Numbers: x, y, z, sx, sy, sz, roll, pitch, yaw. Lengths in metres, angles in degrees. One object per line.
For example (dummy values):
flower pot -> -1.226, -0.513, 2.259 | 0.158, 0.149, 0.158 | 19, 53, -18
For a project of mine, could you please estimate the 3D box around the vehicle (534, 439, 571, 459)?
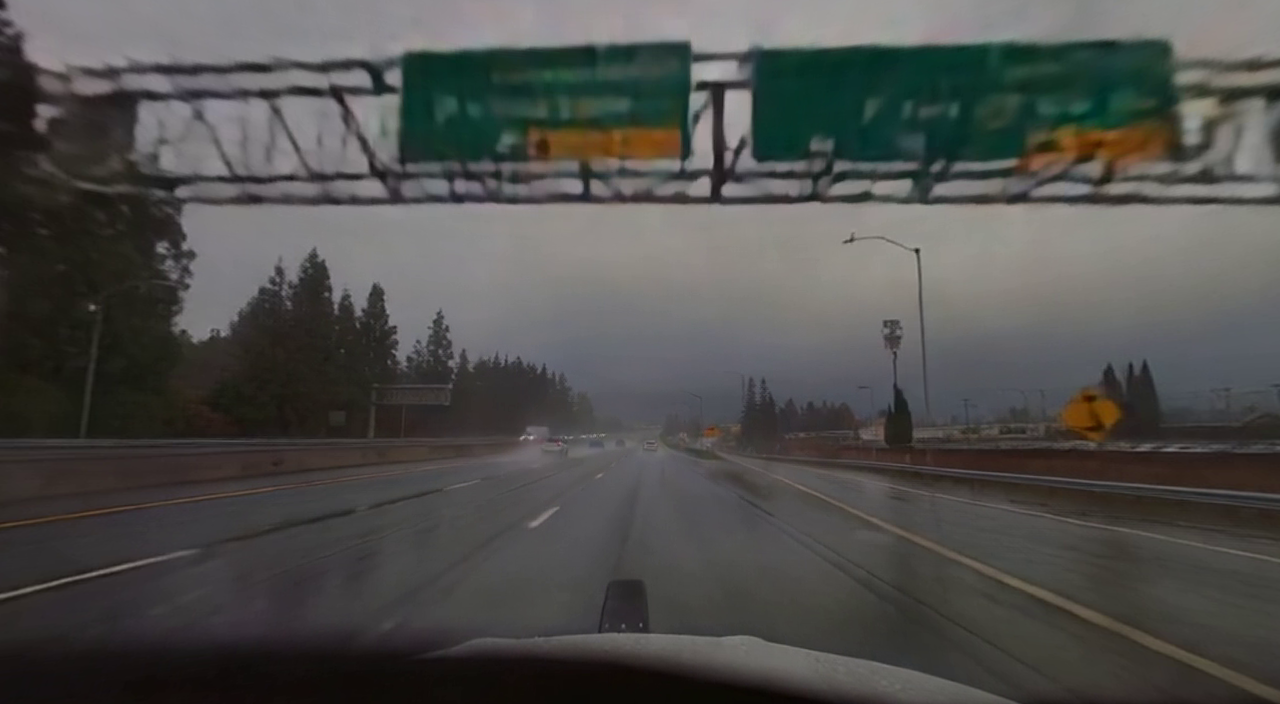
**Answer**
vehicle -> -6.668, 7.435, 48.475 | 2.025, 1.494, 4.495 | 0, -8, 2
